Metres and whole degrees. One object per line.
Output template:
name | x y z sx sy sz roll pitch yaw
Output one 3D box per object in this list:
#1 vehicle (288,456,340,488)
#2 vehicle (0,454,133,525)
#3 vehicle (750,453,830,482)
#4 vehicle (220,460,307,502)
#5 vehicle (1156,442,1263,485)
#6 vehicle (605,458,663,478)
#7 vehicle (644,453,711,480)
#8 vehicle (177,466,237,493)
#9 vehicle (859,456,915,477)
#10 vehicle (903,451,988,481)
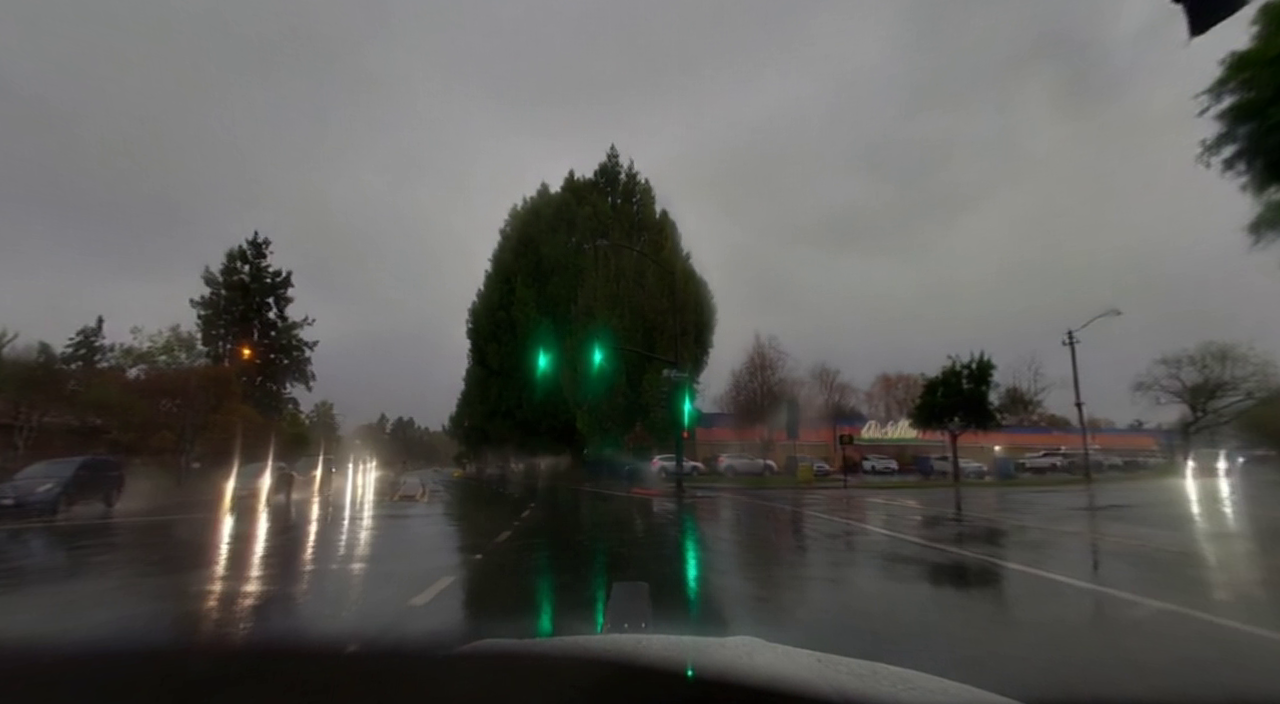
vehicle | -20.747 7.618 40.343 2.049 1.817 5.292 3 -9 -18
vehicle | -17.717 3.978 18.748 2.124 1.793 4.709 2 -9 -13
vehicle | 9.303 7.123 39.082 4.375 1.685 2.045 3 -9 -20
vehicle | -15.915 5.432 26.929 1.961 1.492 4.702 2 -9 -16
vehicle | 26.935 5.208 29.790 4.781 1.849 2.355 5 -10 -32
vehicle | -0.477 9.119 49.603 4.257 1.474 1.751 4 -10 -27
vehicle | 2.699 8.120 44.996 4.669 1.770 1.896 6 -11 -37
vehicle | -28.000 8.252 40.896 1.842 1.474 4.712 3 -9 -18
vehicle | 18.735 8.673 47.730 4.324 1.437 1.865 6 -11 -35
vehicle | 18.490 6.862 38.144 4.530 1.696 1.979 3 -9 -22
